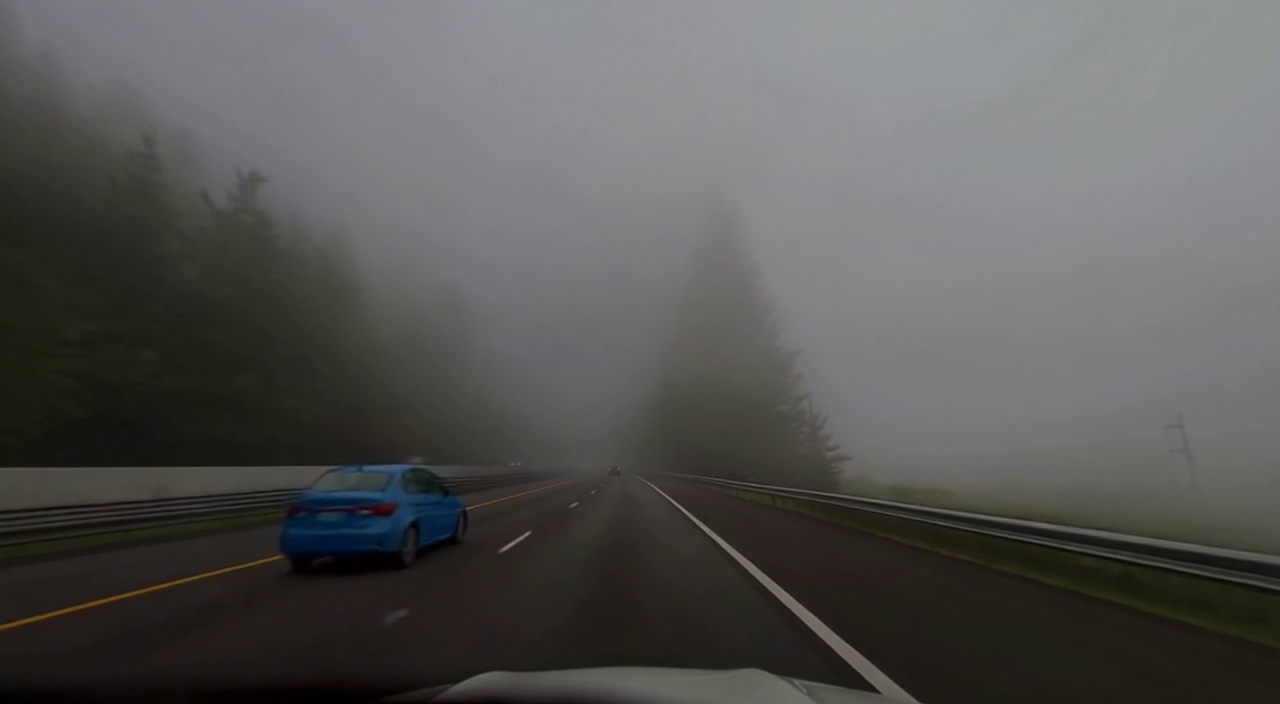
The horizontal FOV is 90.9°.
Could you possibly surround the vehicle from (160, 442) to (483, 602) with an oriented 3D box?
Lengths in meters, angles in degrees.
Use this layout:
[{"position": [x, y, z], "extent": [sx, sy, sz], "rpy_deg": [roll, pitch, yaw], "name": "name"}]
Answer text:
[{"position": [-3.500, 1.969, 7.914], "extent": [2.040, 1.465, 3.744], "rpy_deg": [1, -11, 0], "name": "vehicle"}]
